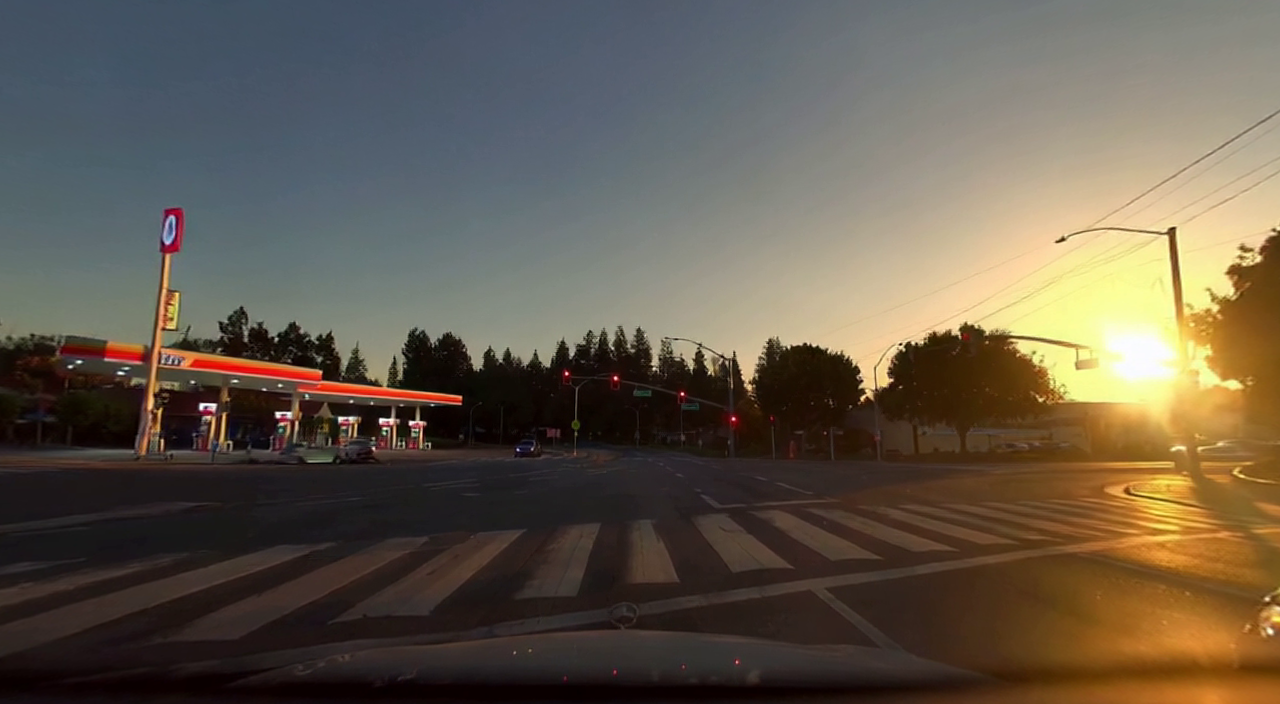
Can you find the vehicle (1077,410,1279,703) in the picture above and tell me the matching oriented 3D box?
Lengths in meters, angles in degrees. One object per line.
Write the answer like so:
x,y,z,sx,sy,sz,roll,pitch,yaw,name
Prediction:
3.323,0.745,1.023,2.023,1.437,4.477,0,-9,0,vehicle
